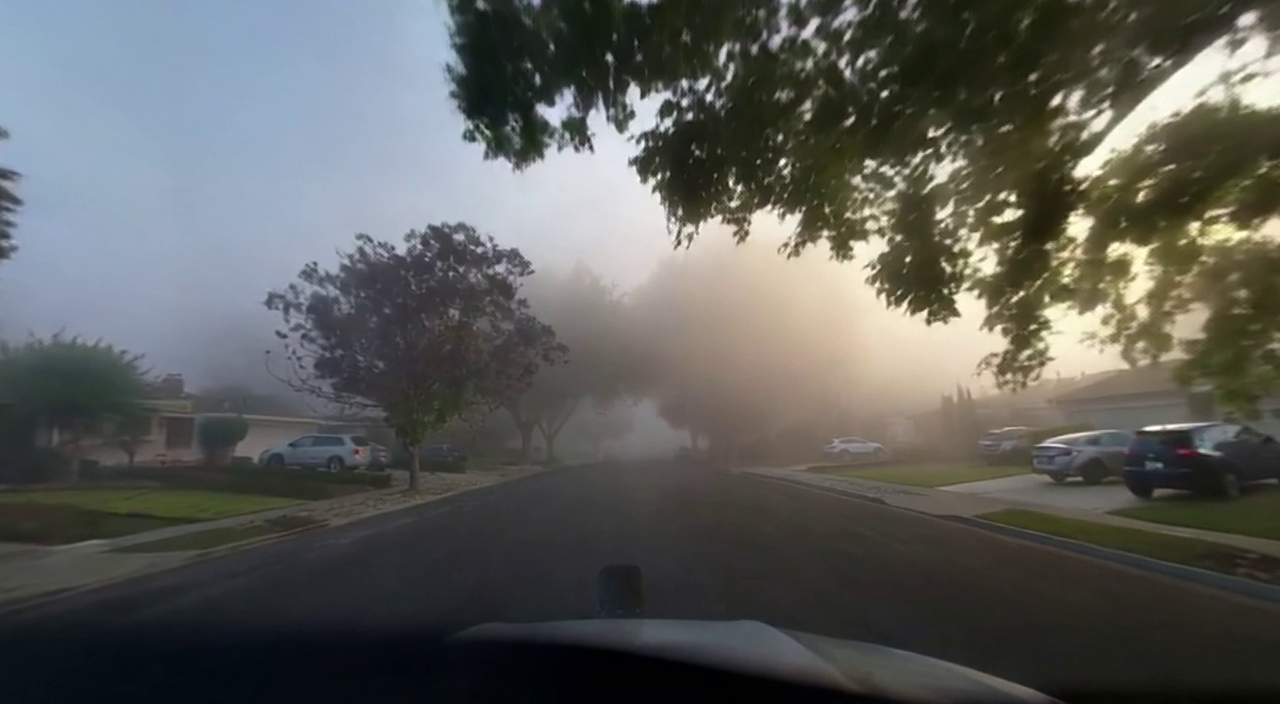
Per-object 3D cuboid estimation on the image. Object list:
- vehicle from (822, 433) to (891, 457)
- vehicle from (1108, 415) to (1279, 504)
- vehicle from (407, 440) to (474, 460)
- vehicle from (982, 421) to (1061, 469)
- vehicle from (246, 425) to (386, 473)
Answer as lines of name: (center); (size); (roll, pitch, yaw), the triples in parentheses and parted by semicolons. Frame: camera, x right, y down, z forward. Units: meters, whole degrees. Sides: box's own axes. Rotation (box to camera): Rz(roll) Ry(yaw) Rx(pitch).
vehicle: (16.134, 6.906, 46.974); (4.468, 1.728, 2.135); (2, -8, -20)
vehicle: (13.281, 2.397, 14.380); (4.708, 1.727, 2.076); (4, -9, -26)
vehicle: (-14.900, 7.355, 47.203); (4.351, 1.474, 2.015); (0, -9, -1)
vehicle: (16.532, 4.086, 27.554); (2.288, 1.880, 4.939); (-4, -9, 24)
vehicle: (-15.069, 4.512, 29.624); (2.575, 2.031, 5.155); (-5, -9, 29)
